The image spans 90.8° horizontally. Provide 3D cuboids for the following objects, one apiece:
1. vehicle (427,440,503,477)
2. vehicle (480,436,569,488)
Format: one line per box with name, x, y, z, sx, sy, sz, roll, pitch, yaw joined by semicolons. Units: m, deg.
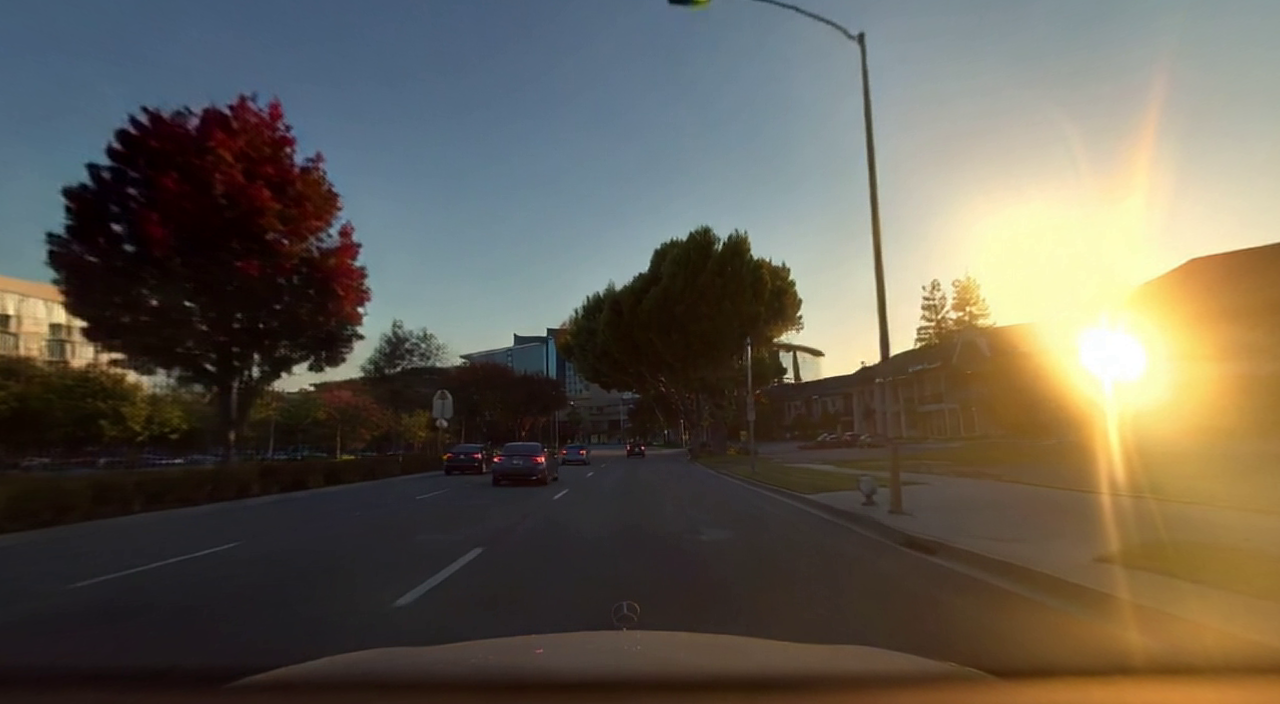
vehicle;-7.674;4.719;28.183;1.976;1.497;4.709;0;-8;1
vehicle;-3.595;3.534;20.580;2.011;1.483;4.596;0;-8;1
